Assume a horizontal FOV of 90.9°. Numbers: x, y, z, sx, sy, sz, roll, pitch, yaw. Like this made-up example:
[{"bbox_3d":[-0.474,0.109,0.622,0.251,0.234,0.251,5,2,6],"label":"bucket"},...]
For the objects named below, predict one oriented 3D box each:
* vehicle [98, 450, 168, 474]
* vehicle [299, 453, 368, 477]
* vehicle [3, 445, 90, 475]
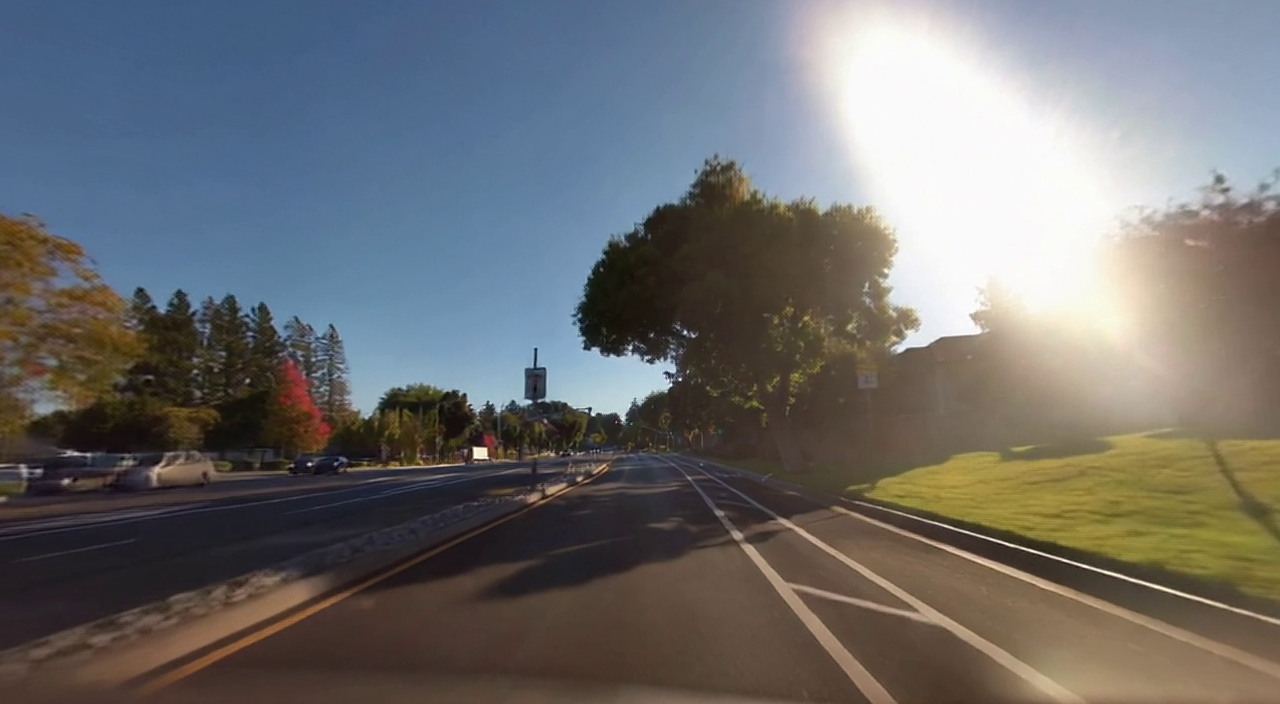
[{"bbox_3d":[-34.867,7.554,43.465,1.755,1.572,3.610,0,-8,1],"label":"vehicle"},{"bbox_3d":[-21.325,7.840,44.099,1.919,1.497,5.140,-1,-8,4],"label":"vehicle"},{"bbox_3d":[-39.881,7.233,42.453,1.948,1.790,3.851,0,-6,4],"label":"vehicle"}]
